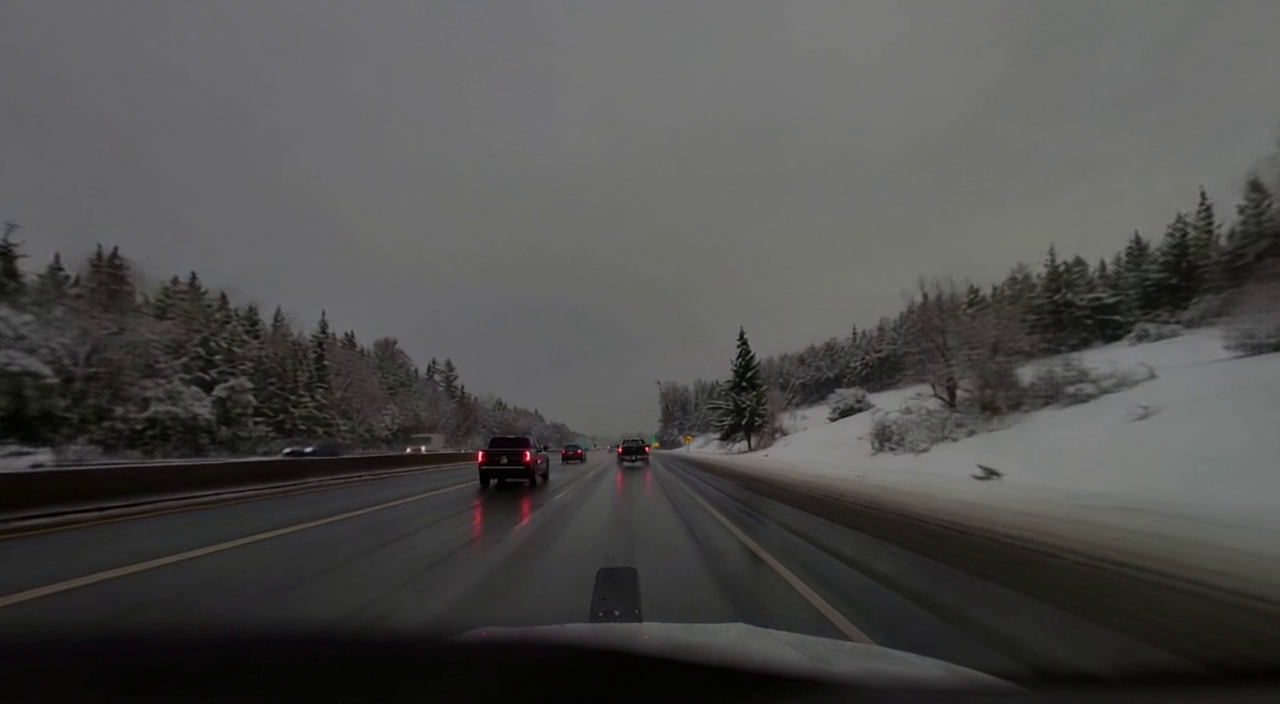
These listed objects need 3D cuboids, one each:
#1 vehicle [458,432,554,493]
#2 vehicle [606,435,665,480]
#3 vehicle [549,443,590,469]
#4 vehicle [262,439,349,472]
[{"bbox_3d":[-4.086,3.460,20.124,2.044,1.717,4.421,0,-8,0],"label":"vehicle"},{"bbox_3d":[-0.189,4.549,27.515,2.378,1.750,4.355,0,-8,0],"label":"vehicle"},{"bbox_3d":[-4.407,6.559,40.009,2.084,1.528,4.094,0,-8,0],"label":"vehicle"},{"bbox_3d":[-17.216,5.346,32.857,2.011,1.588,4.596,0,-8,0],"label":"vehicle"}]
